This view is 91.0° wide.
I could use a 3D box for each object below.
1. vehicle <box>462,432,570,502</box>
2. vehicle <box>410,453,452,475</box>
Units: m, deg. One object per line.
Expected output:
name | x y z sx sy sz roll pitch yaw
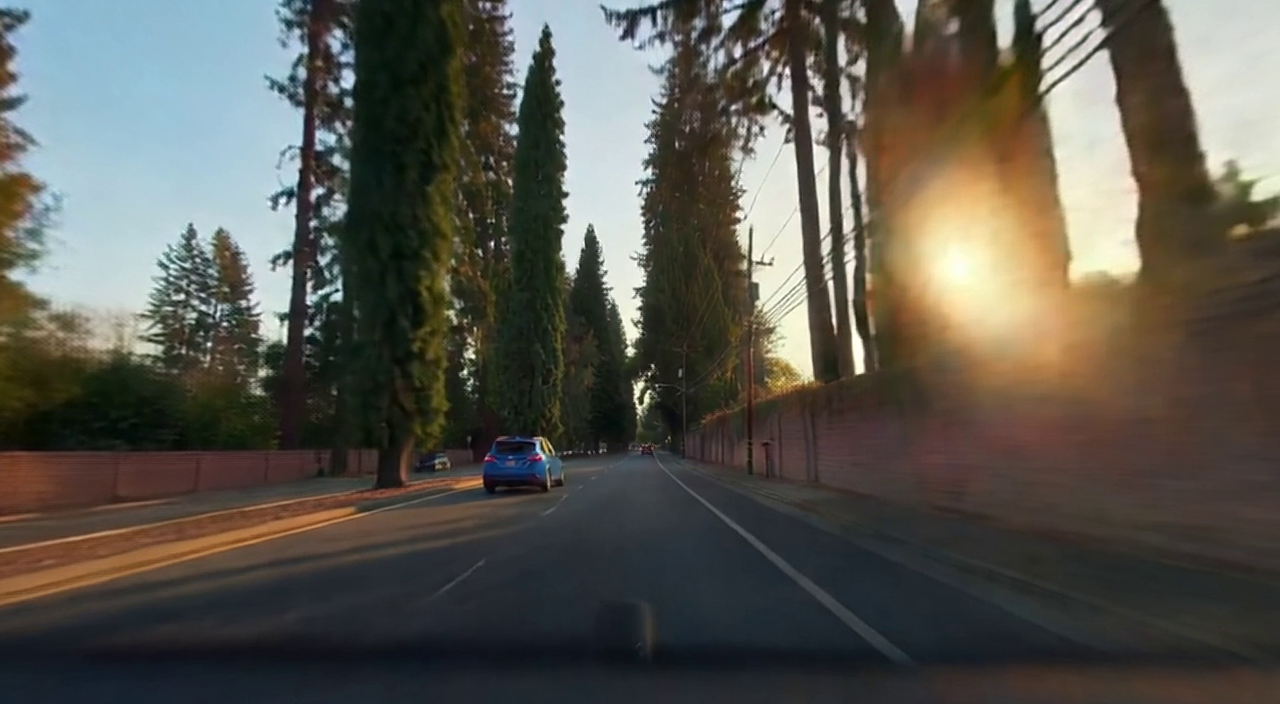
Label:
vehicle | -3.379 3.229 18.137 2.147 1.730 4.555 0 -8 0
vehicle | -15.996 8.582 48.313 1.766 1.554 3.887 0 -8 1
